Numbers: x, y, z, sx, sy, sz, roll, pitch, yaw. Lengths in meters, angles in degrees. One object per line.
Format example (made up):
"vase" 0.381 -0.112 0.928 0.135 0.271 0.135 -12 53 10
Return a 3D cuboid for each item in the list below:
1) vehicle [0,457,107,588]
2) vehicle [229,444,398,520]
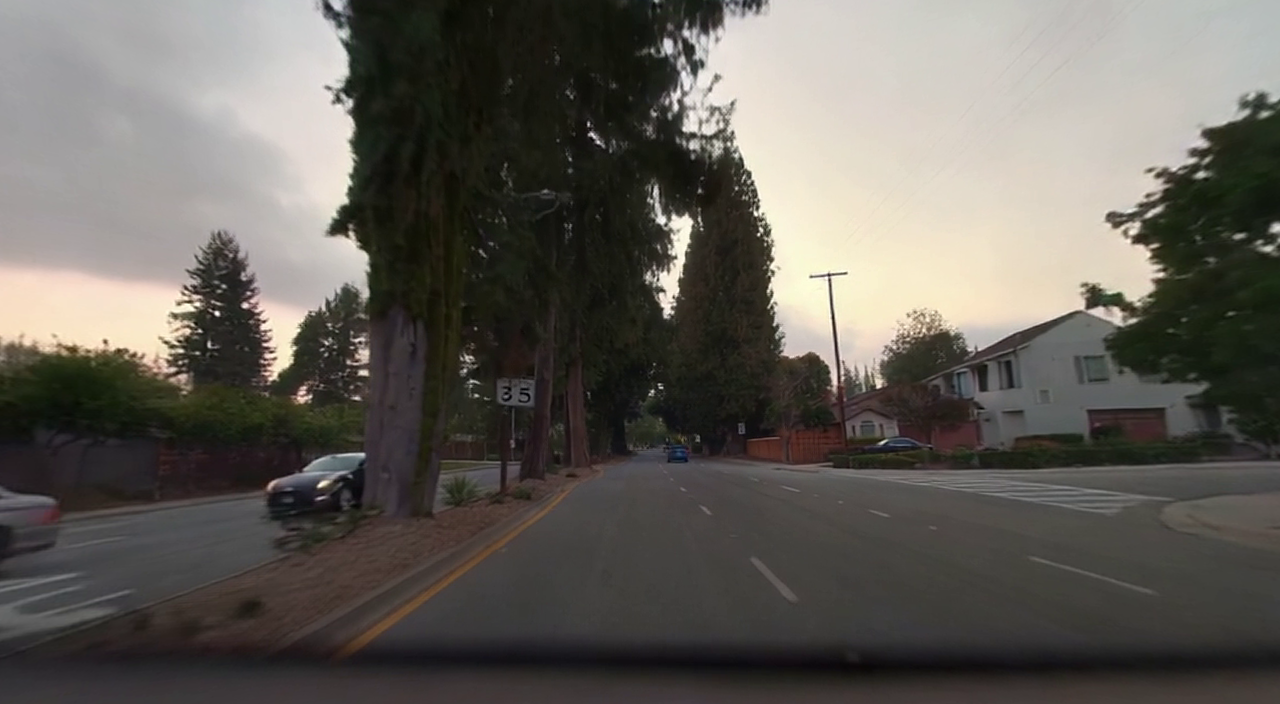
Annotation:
"vehicle" -8.403 1.867 6.484 1.939 1.469 4.465 0 -9 0
"vehicle" -8.472 3.369 17.010 2.054 1.746 4.507 0 -9 1
